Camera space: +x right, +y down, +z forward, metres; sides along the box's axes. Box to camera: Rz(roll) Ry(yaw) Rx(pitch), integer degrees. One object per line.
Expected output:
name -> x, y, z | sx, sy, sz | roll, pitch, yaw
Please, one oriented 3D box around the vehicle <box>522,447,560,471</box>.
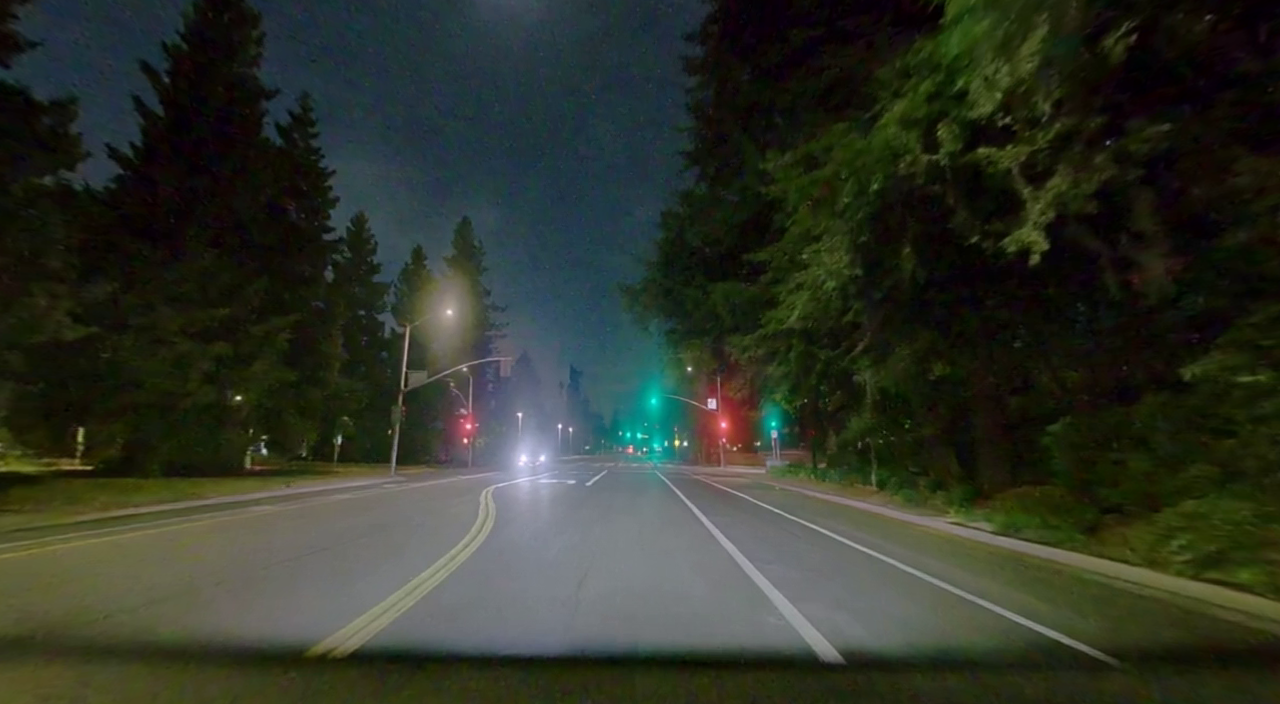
vehicle -> -7.519, 8.204, 48.525 | 2.091, 1.727, 4.413 | 0, -9, 1
